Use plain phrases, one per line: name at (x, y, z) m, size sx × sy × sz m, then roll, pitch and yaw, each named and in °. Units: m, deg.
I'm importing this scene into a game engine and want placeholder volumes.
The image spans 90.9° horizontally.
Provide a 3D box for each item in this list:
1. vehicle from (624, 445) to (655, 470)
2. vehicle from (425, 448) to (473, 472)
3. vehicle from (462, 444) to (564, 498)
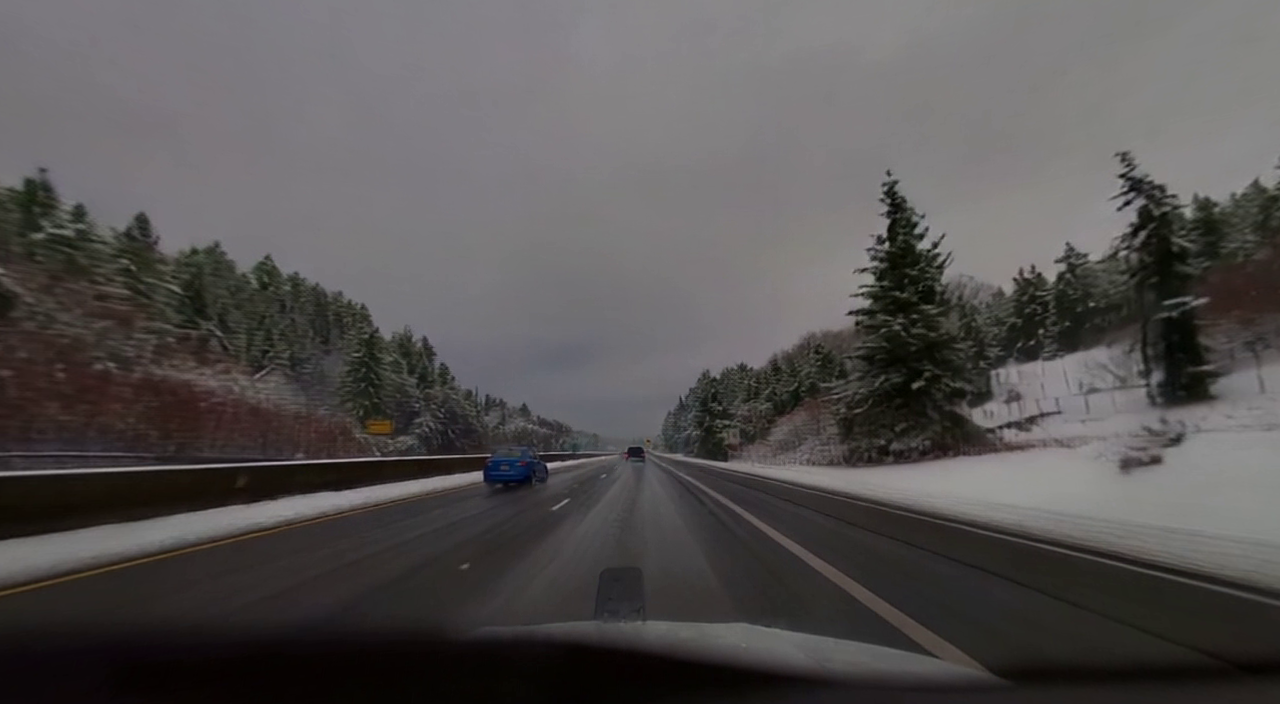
vehicle at (-0.018, 7.176, 43.072) m, size 2.011 × 1.590 × 3.607 m, roll 0°, pitch -9°, yaw 1°
vehicle at (-13.220, 7.487, 43.896) m, size 1.904 × 1.580 × 4.453 m, roll 0°, pitch -9°, yaw 1°
vehicle at (-3.810, 3.661, 19.830) m, size 2.157 × 1.483 × 4.601 m, roll 0°, pitch -9°, yaw 1°
